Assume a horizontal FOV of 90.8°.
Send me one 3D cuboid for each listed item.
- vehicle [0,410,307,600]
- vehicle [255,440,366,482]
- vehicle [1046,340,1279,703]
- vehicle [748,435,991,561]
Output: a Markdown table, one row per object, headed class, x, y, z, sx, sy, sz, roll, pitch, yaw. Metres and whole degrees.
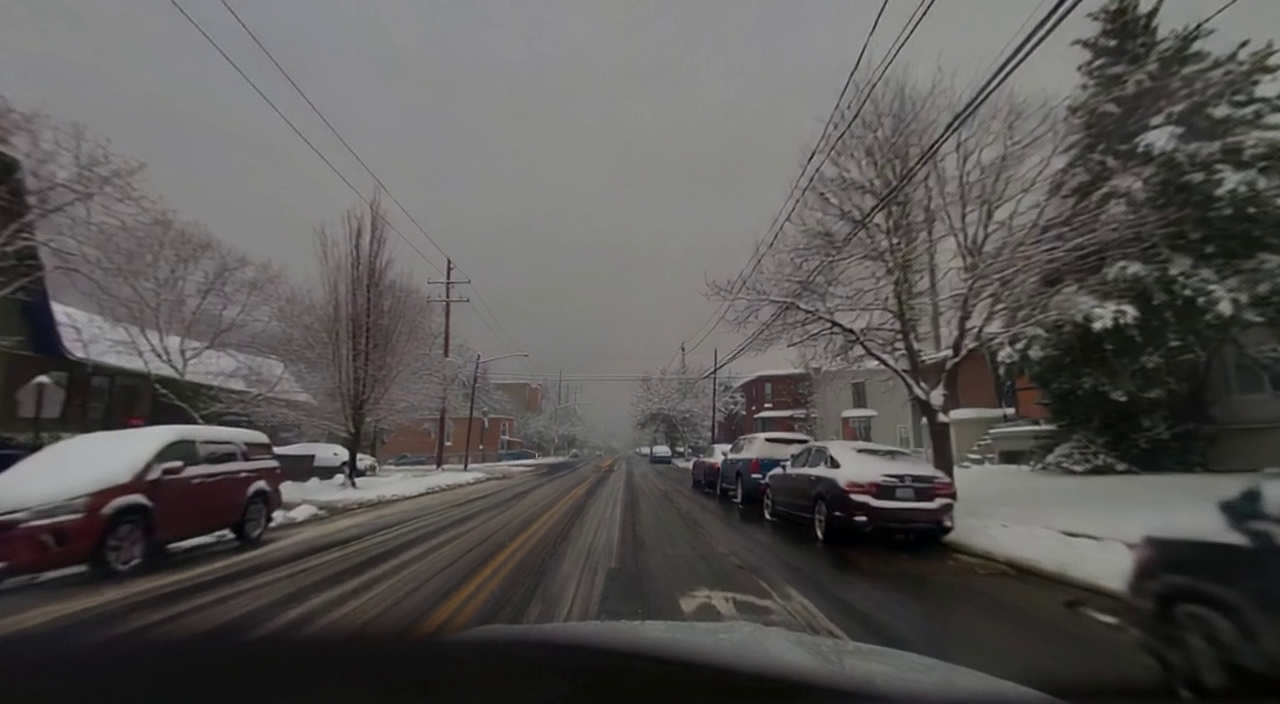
| class | x | y | z | sx | sy | sz | roll | pitch | yaw |
| --- | --- | --- | --- | --- | --- | --- | --- | --- | --- |
| vehicle | -6.724 | 1.843 | 8.584 | 1.992 | 1.853 | 4.561 | 0 | -8 | -2 |
| vehicle | -17.207 | 5.650 | 33.140 | 4.822 | 1.868 | 2.015 | 4 | -10 | -39 |
| vehicle | 3.354 | 0.713 | 1.509 | 1.936 | 1.756 | 4.127 | 0 | -9 | -1 |
| vehicle | 3.294 | 2.207 | 10.363 | 1.895 | 1.537 | 4.844 | 1 | -9 | -4 |
